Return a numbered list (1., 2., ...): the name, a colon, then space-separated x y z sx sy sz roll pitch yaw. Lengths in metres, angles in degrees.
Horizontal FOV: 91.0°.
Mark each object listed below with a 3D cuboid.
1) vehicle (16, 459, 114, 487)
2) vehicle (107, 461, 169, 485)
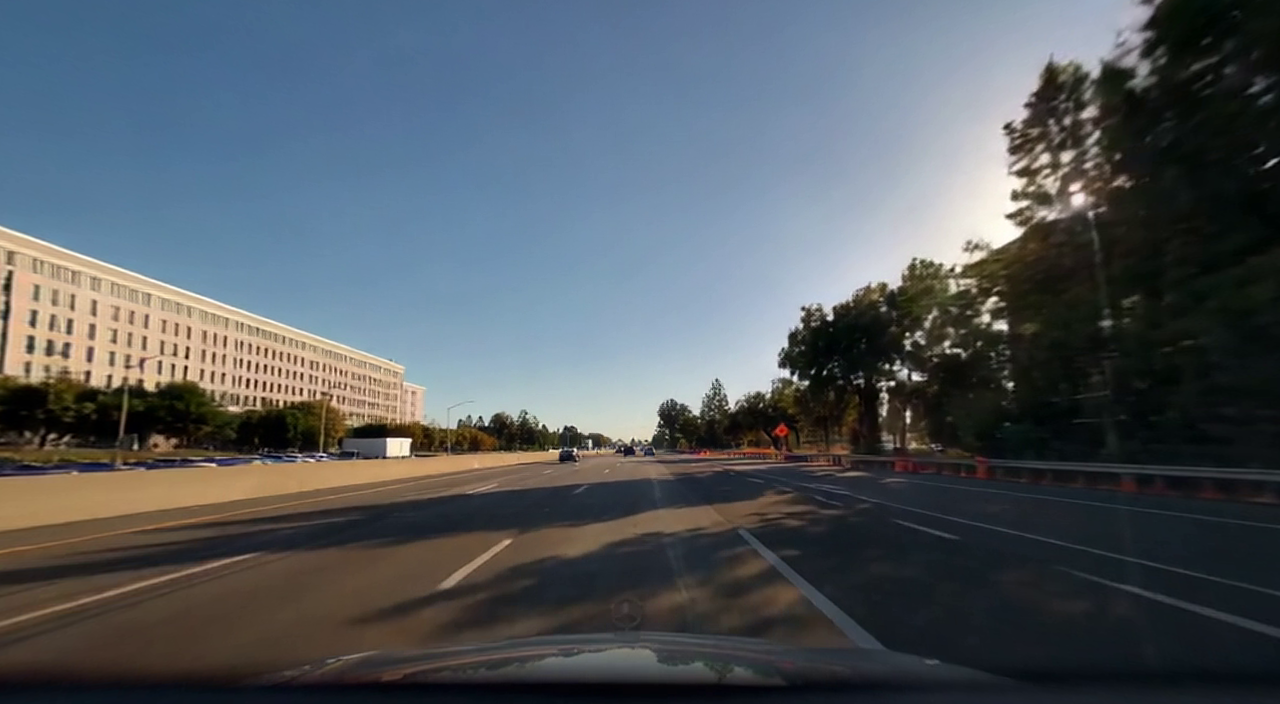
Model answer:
1. vehicle: -38.948 8.184 42.709 4.746 1.804 2.038 -1 -9 4
2. vehicle: -38.457 9.261 48.238 3.296 1.468 1.842 -5 -9 5
